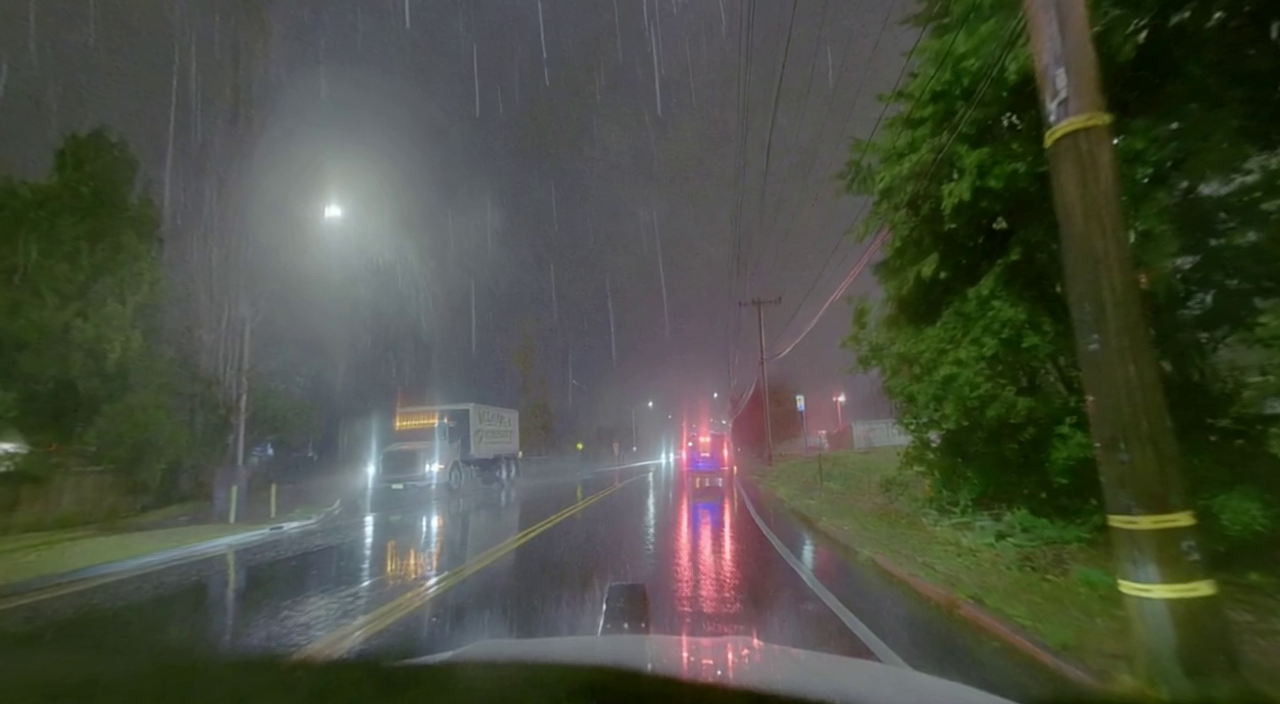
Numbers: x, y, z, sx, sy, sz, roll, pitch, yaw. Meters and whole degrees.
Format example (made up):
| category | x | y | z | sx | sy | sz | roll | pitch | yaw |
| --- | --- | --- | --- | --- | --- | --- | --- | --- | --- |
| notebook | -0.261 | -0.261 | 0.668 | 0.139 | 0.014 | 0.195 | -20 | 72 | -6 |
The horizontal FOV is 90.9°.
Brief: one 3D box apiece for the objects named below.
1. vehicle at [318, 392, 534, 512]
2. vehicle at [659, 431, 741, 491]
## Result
| category | x | y | z | sx | sy | sz | roll | pitch | yaw |
| --- | --- | --- | --- | --- | --- | --- | --- | --- | --- |
| vehicle | -6.868 | 3.204 | 21.840 | 3.395 | 3.071 | 7.634 | -8 | -6 | 12 |
| vehicle | 1.780 | 3.052 | 17.936 | 2.081 | 1.503 | 3.726 | -1 | -9 | 8 |
